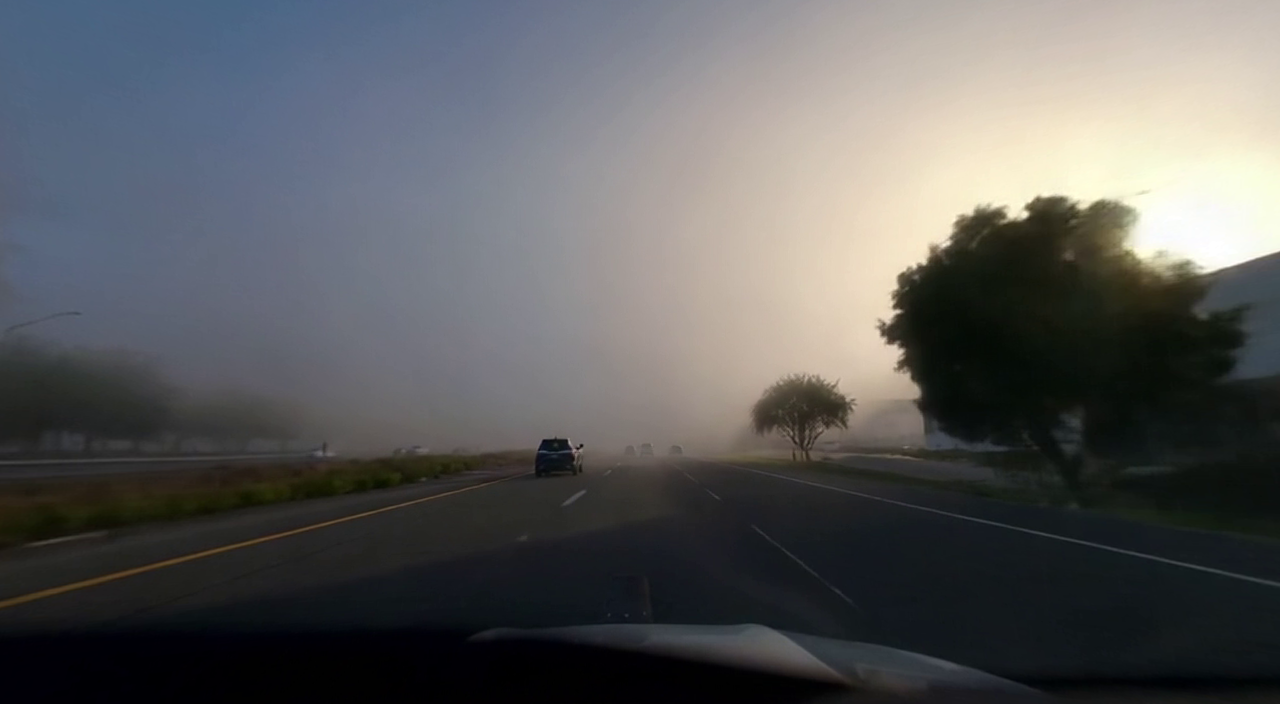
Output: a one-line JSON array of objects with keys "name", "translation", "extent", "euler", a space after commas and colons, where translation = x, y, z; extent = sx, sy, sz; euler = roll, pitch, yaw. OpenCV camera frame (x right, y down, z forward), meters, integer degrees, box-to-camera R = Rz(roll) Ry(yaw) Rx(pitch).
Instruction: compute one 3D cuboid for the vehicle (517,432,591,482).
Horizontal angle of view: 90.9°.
[{"name": "vehicle", "translation": [-3.389, 4.269, 25.865], "extent": [2.218, 1.850, 4.774], "euler": [0, -9, 2]}]
